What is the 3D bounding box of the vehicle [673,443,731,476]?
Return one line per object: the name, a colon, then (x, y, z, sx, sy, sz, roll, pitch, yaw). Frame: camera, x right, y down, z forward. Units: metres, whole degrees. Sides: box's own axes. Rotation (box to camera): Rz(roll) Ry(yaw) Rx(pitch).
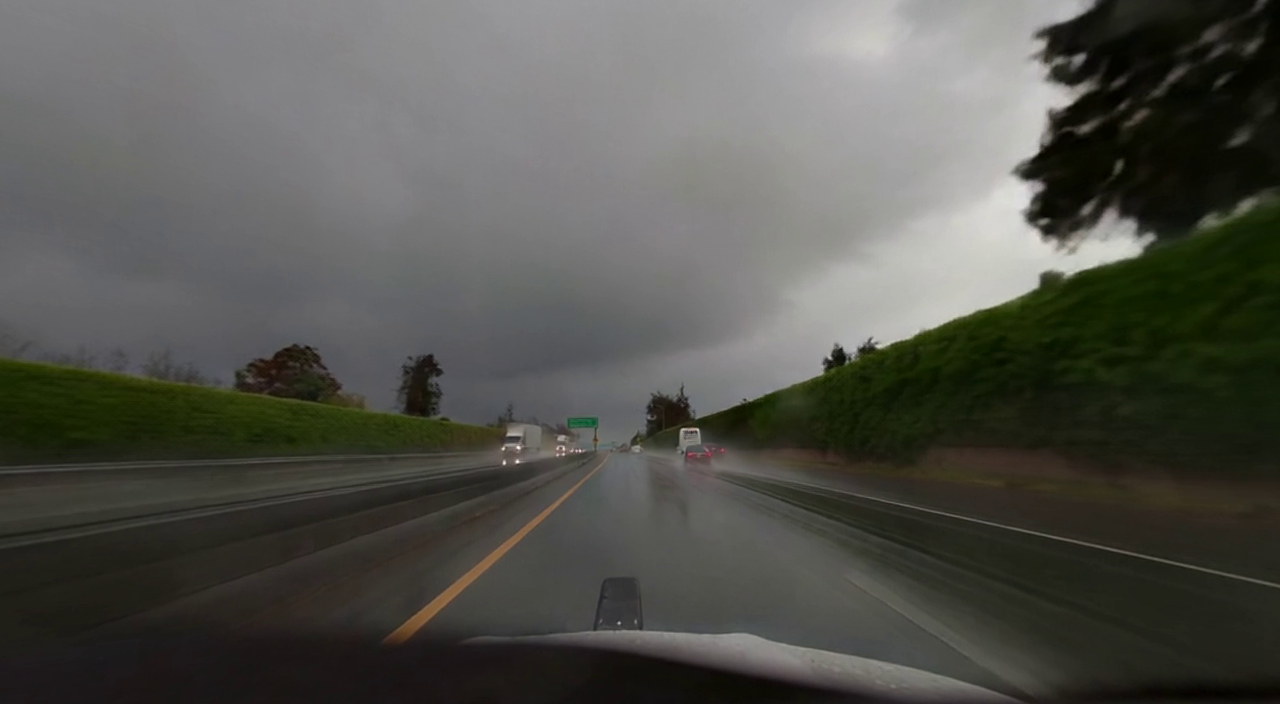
vehicle: (3.039, 5.358, 31.529, 2.244, 1.498, 4.338, 0, -9, -3)
